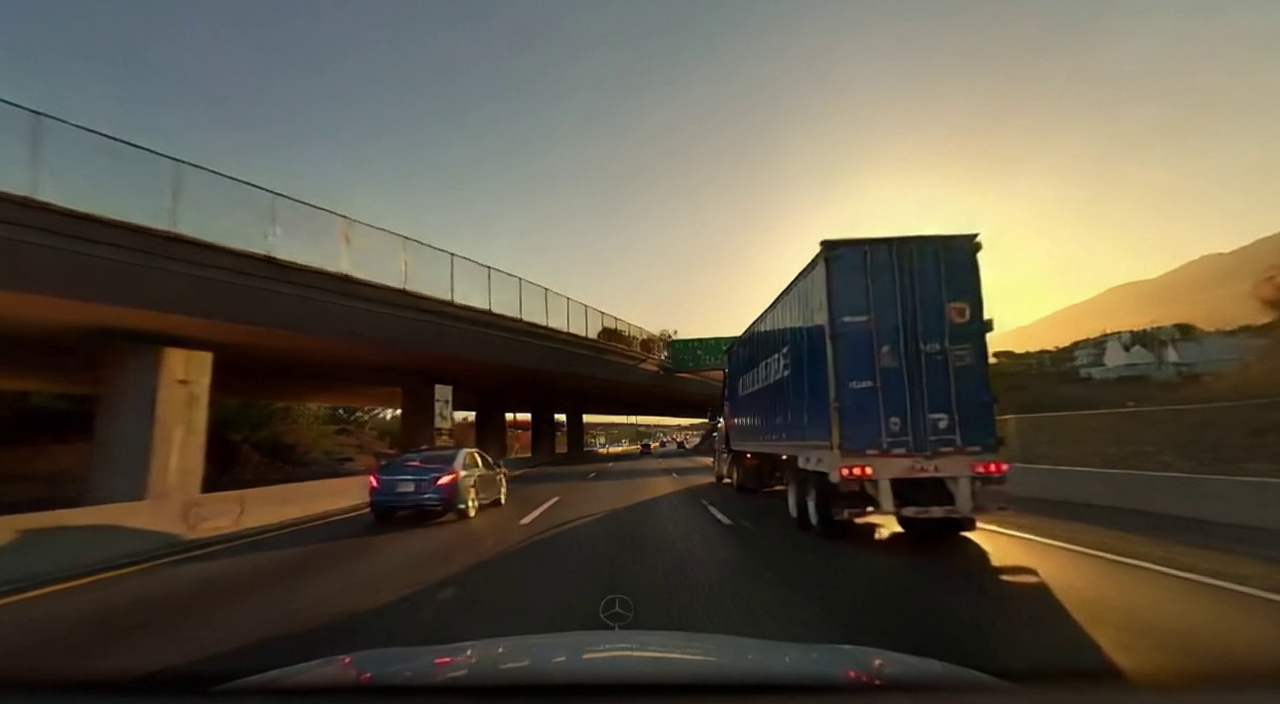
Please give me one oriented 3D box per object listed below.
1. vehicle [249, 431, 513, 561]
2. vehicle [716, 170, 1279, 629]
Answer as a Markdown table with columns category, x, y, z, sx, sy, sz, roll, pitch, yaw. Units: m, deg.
| category | x | y | z | sx | sy | sz | roll | pitch | yaw |
| --- | --- | --- | --- | --- | --- | --- | --- | --- | --- |
| vehicle | -3.612 | 2.076 | 9.964 | 2.276 | 1.551 | 4.484 | 0 | -8 | 0 |
| vehicle | 3.793 | 1.088 | 10.677 | 3.306 | 3.531 | 11.717 | 0 | -8 | -1 |
